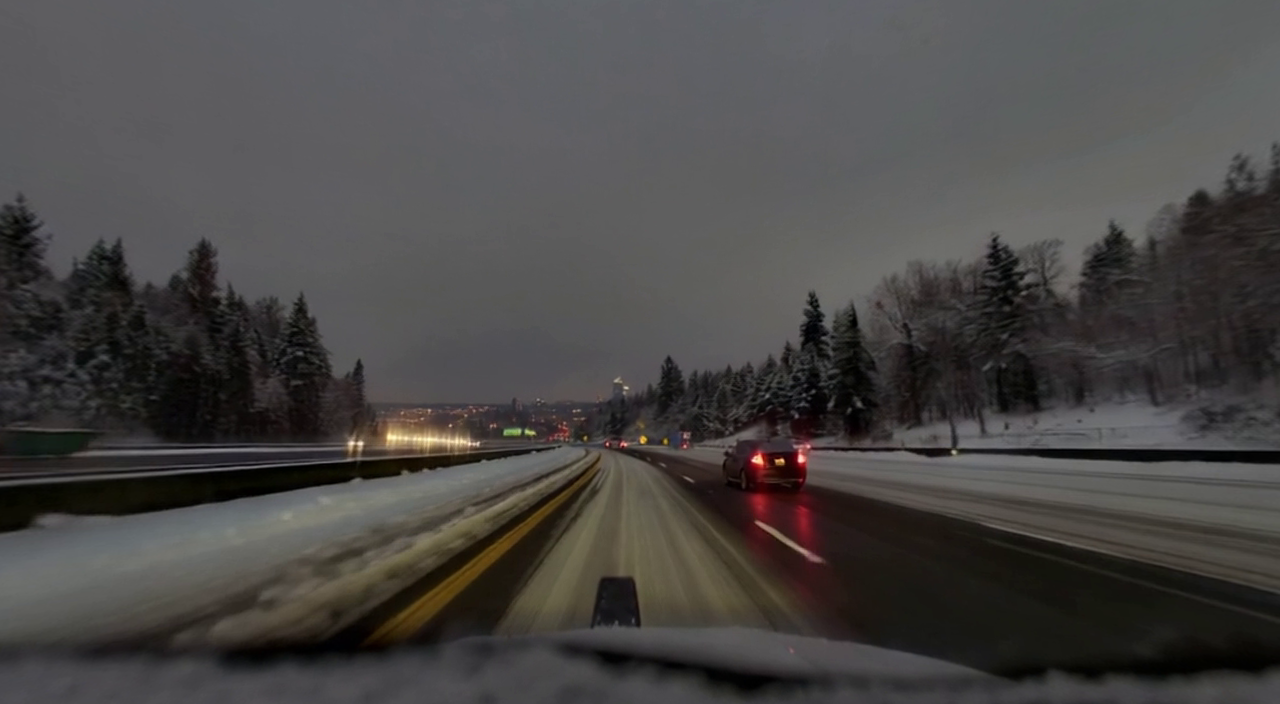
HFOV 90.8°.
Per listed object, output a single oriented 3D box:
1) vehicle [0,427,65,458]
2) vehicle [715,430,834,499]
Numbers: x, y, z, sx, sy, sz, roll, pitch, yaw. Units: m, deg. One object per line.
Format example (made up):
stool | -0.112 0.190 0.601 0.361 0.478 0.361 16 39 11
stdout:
vehicle | -41.615 5.948 41.354 2.396 1.899 6.013 0 -8 -2
vehicle | 3.692 3.183 18.340 2.305 1.729 4.526 0 -8 -2
